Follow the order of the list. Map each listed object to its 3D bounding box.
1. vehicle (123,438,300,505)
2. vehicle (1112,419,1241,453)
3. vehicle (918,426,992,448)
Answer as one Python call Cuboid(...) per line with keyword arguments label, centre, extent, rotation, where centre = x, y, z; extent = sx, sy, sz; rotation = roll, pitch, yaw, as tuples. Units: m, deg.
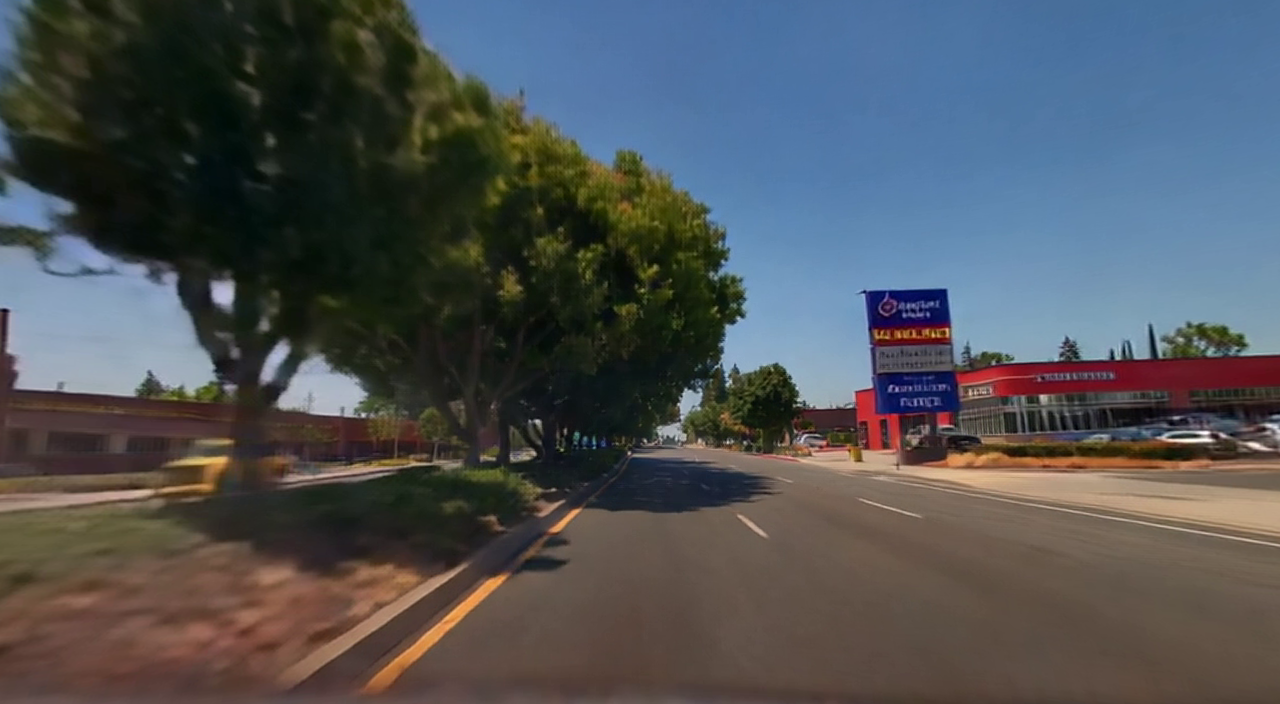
Cuboid(label="vehicle", centre=(-11.332, 3.149, 17.131), extent=(1.896, 1.593, 4.014), rotation=(0, -8, 1))
Cuboid(label="vehicle", centre=(22.272, 3.514, 26.347), extent=(3.547, 1.360, 1.951), rotation=(0, -8, 3))
Cuboid(label="vehicle", centre=(22.266, 6.005, 44.729), extent=(4.171, 1.492, 1.999), rotation=(0, -8, 2))
